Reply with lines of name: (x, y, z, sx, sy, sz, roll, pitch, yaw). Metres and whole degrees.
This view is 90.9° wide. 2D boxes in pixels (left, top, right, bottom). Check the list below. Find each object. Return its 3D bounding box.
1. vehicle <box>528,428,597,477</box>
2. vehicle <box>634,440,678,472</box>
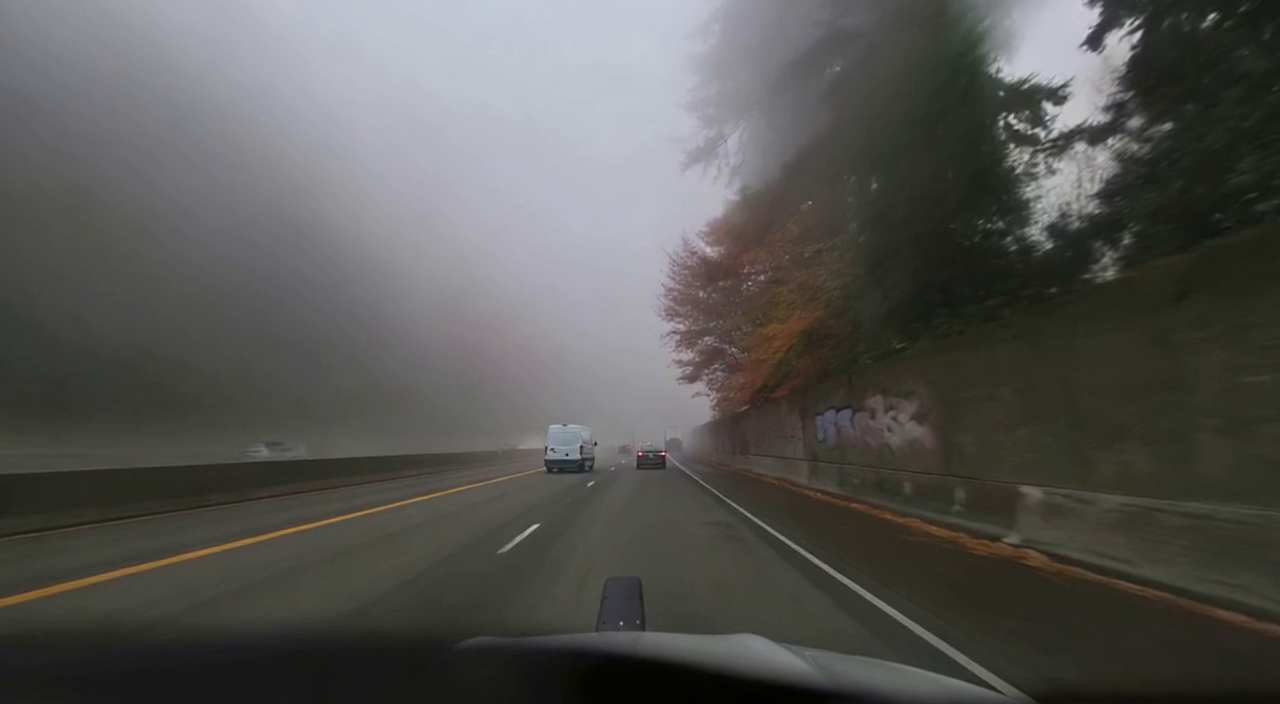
vehicle: (-3.307, 4.425, 27.989, 2.199, 1.973, 5.078, 0, -8, 2)
vehicle: (0.757, 5.184, 31.654, 2.071, 1.487, 3.948, 0, -8, 1)
